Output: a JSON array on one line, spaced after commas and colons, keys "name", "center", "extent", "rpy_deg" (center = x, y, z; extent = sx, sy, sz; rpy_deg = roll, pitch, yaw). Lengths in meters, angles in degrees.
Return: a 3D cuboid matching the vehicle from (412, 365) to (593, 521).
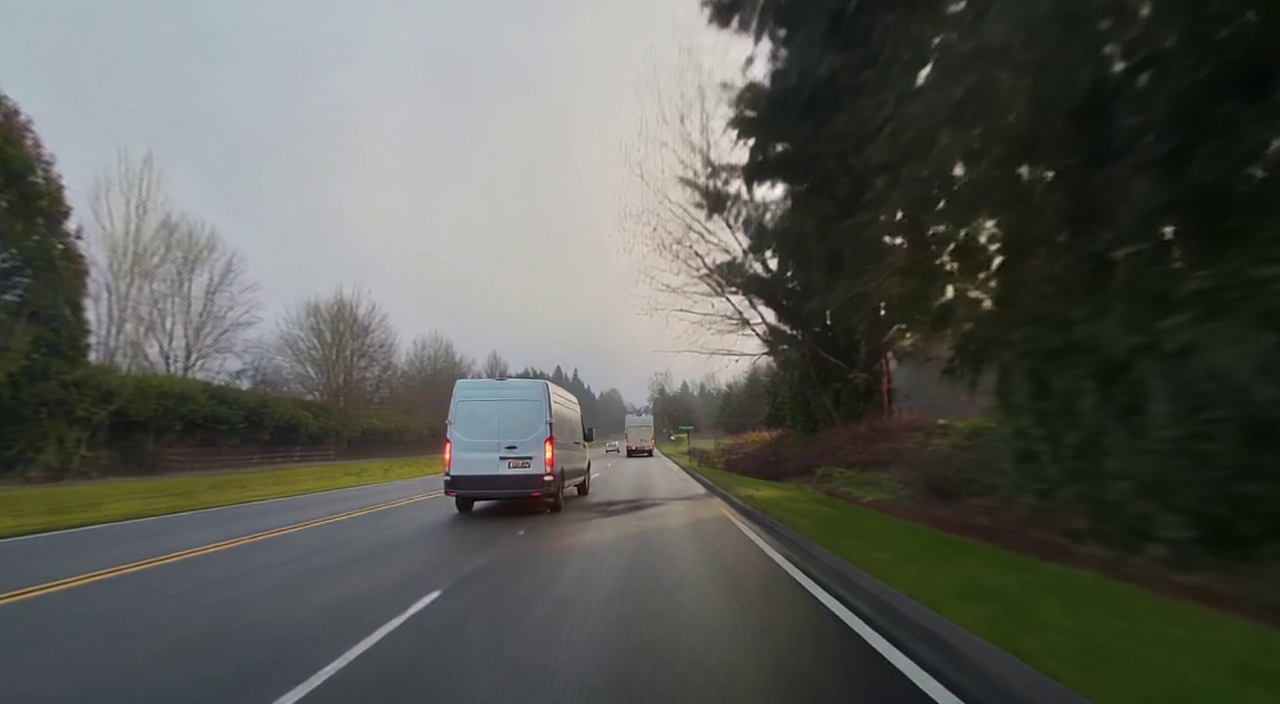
[{"name": "vehicle", "center": [-2.555, 1.957, 13.720], "extent": [2.497, 2.628, 6.016], "rpy_deg": [0, -8, 1]}]
